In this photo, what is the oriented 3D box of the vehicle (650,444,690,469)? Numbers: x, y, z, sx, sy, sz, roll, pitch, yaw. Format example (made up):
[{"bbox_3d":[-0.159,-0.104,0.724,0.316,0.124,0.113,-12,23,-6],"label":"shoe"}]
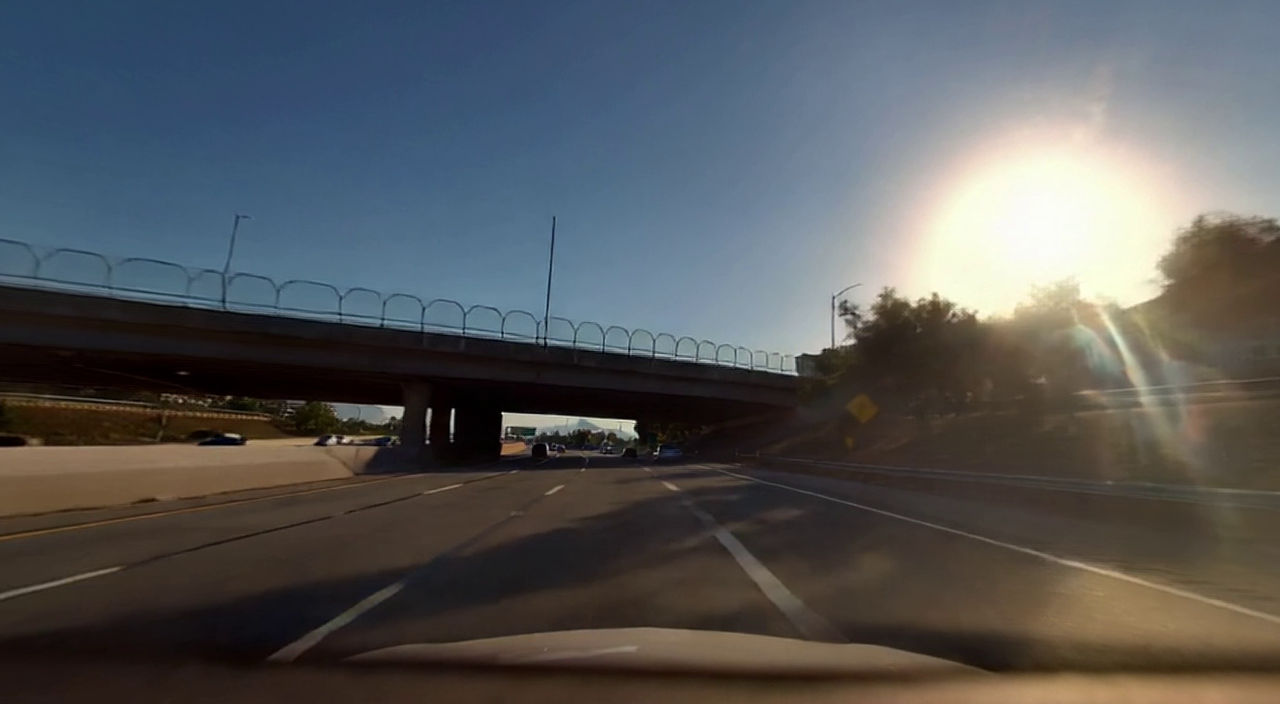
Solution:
[{"bbox_3d":[1.851,6.689,40.586,2.059,1.509,4.670,0,-8,-4],"label":"vehicle"}]
